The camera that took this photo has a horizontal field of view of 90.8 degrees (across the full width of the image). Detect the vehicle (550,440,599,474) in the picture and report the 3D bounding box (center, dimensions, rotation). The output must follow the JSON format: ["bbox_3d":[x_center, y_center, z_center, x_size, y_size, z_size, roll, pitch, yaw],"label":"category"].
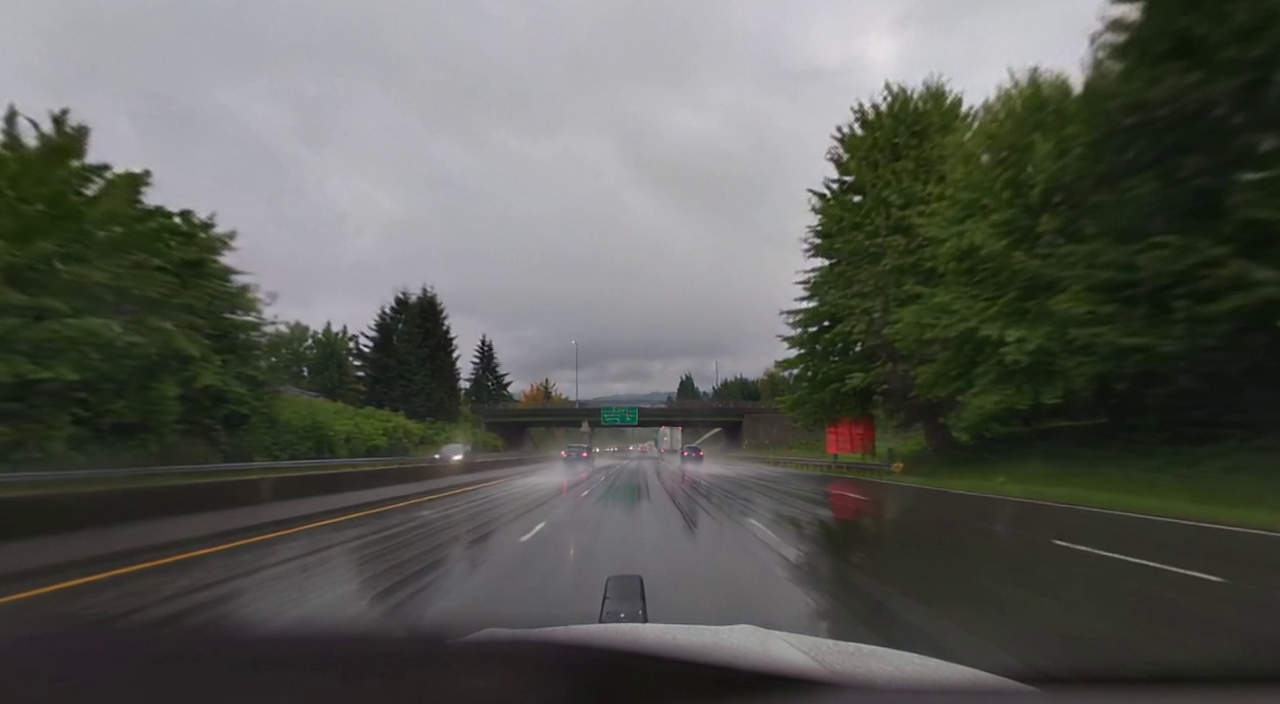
[{"bbox_3d":[-3.554,5.822,35.168,2.238,1.792,4.518,0,-9,1],"label":"vehicle"}]
